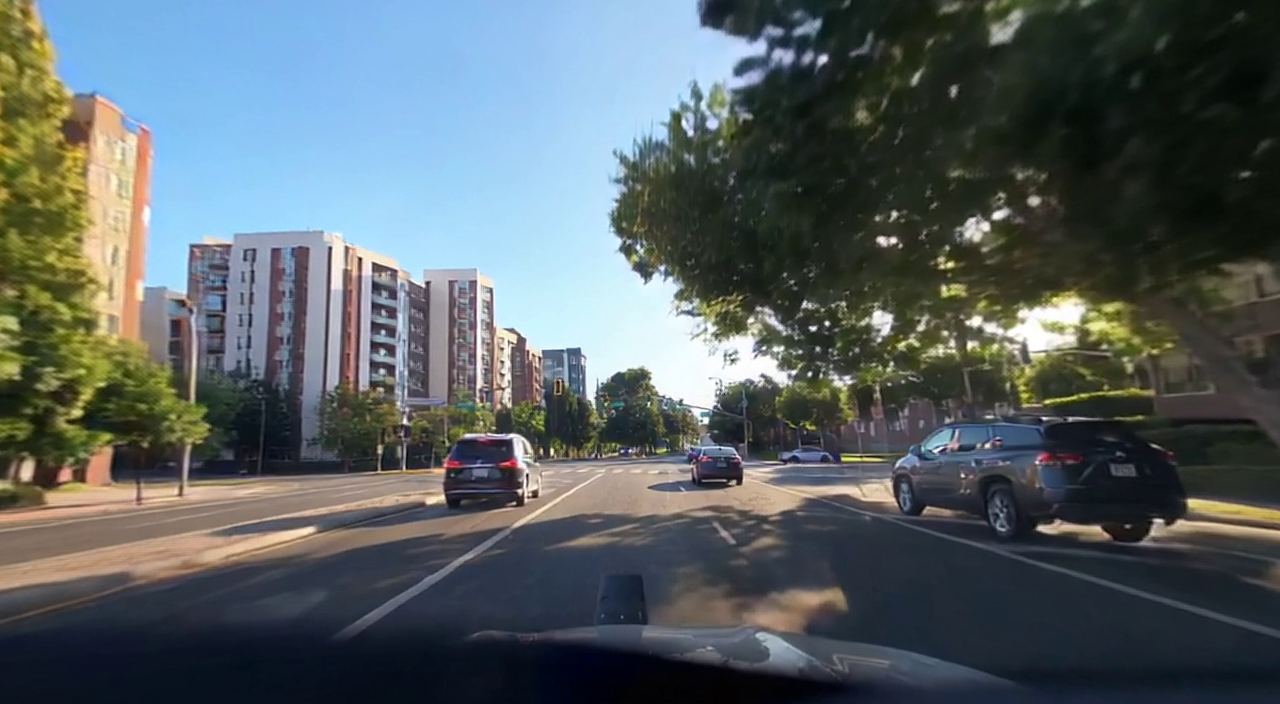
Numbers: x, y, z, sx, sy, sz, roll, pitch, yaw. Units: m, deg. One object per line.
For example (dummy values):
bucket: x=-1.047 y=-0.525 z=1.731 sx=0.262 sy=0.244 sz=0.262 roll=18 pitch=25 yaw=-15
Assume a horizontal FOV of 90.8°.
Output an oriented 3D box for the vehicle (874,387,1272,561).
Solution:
vehicle: x=6.118 y=1.864 z=10.307 sx=2.427 sy=2.017 sz=5.763 roll=0 pitch=-9 yaw=1

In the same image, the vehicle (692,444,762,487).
vehicle: x=3.238 y=4.353 z=24.462 sx=2.003 sy=1.480 sz=4.494 roll=0 pitch=-9 yaw=-1

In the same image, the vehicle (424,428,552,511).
vehicle: x=-3.488 y=2.793 z=15.415 sx=2.065 sy=1.716 sz=4.265 roll=0 pitch=-9 yaw=-1
